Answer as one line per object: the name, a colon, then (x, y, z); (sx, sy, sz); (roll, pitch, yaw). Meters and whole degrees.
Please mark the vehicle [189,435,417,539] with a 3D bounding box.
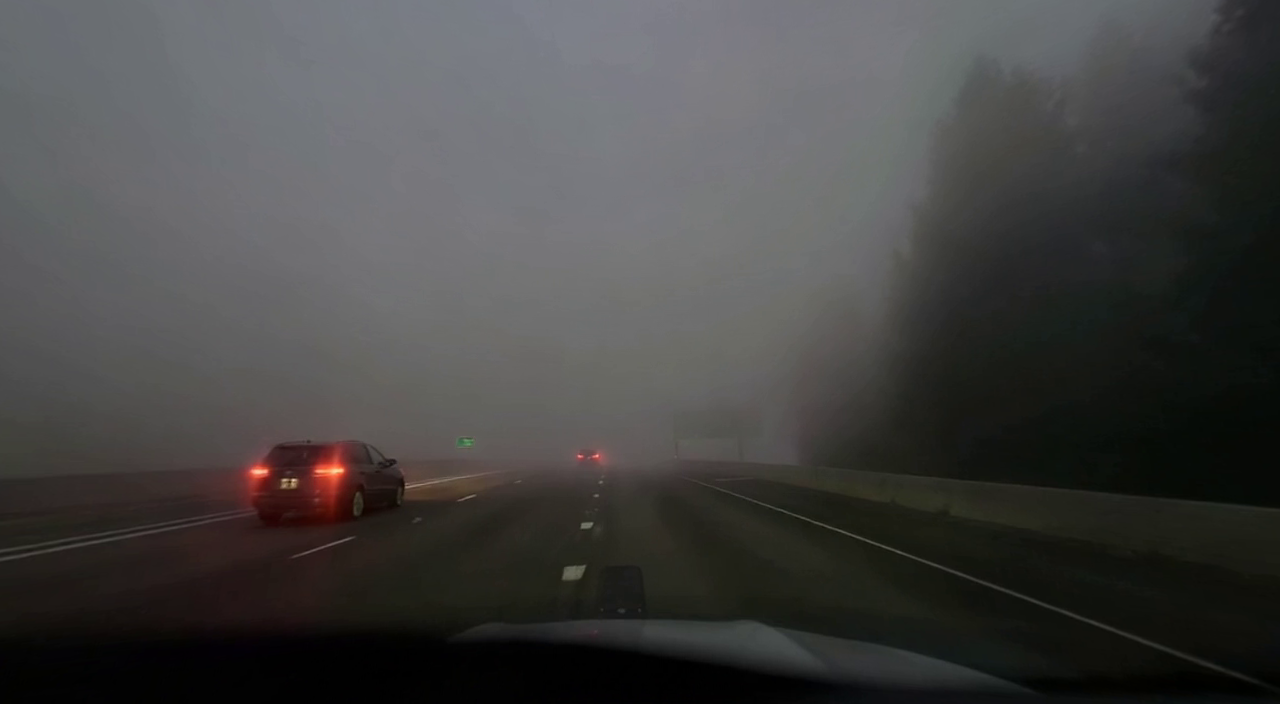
vehicle: (-6.064, 2.454, 12.108); (2.098, 1.606, 4.227); (0, -9, -2)
